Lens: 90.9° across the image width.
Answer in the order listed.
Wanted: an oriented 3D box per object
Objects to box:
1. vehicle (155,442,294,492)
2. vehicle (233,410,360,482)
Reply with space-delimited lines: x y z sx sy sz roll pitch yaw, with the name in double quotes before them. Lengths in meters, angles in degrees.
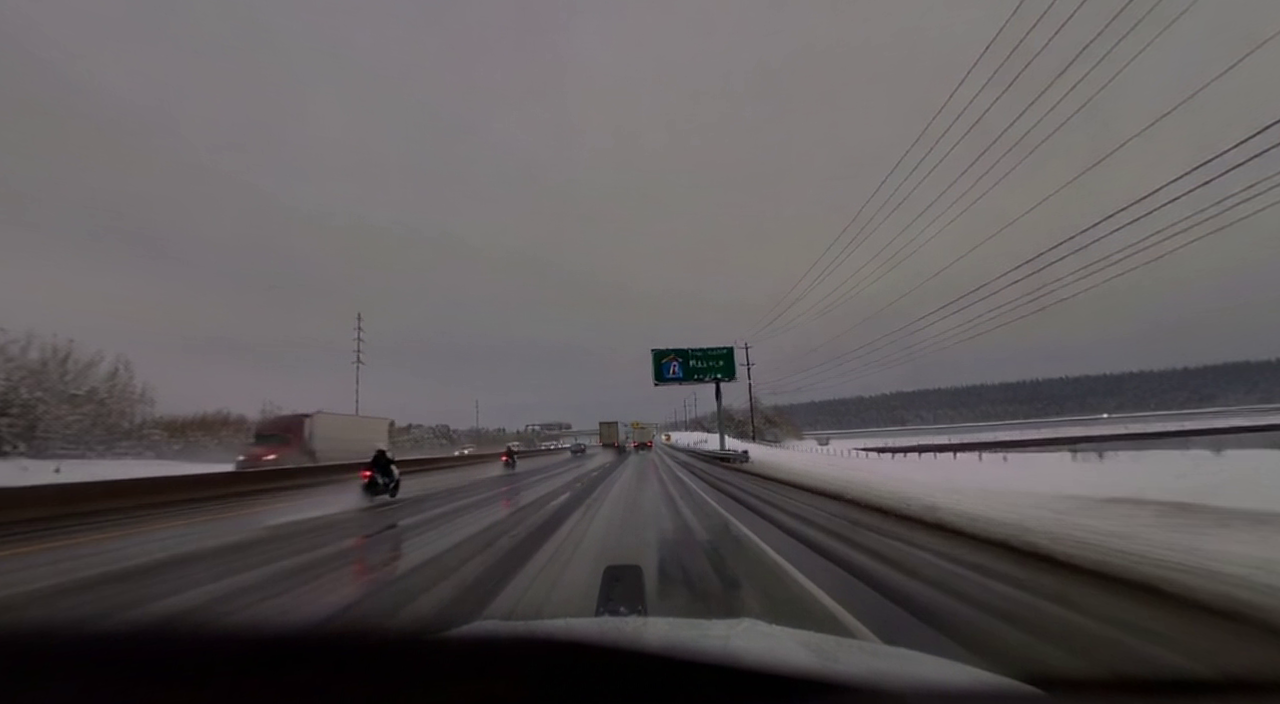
"vehicle" -17.091 4.696 26.358 2.205 1.847 5.210 0 -8 1
"vehicle" -20.737 5.774 38.846 2.897 3.919 8.383 0 -8 1
